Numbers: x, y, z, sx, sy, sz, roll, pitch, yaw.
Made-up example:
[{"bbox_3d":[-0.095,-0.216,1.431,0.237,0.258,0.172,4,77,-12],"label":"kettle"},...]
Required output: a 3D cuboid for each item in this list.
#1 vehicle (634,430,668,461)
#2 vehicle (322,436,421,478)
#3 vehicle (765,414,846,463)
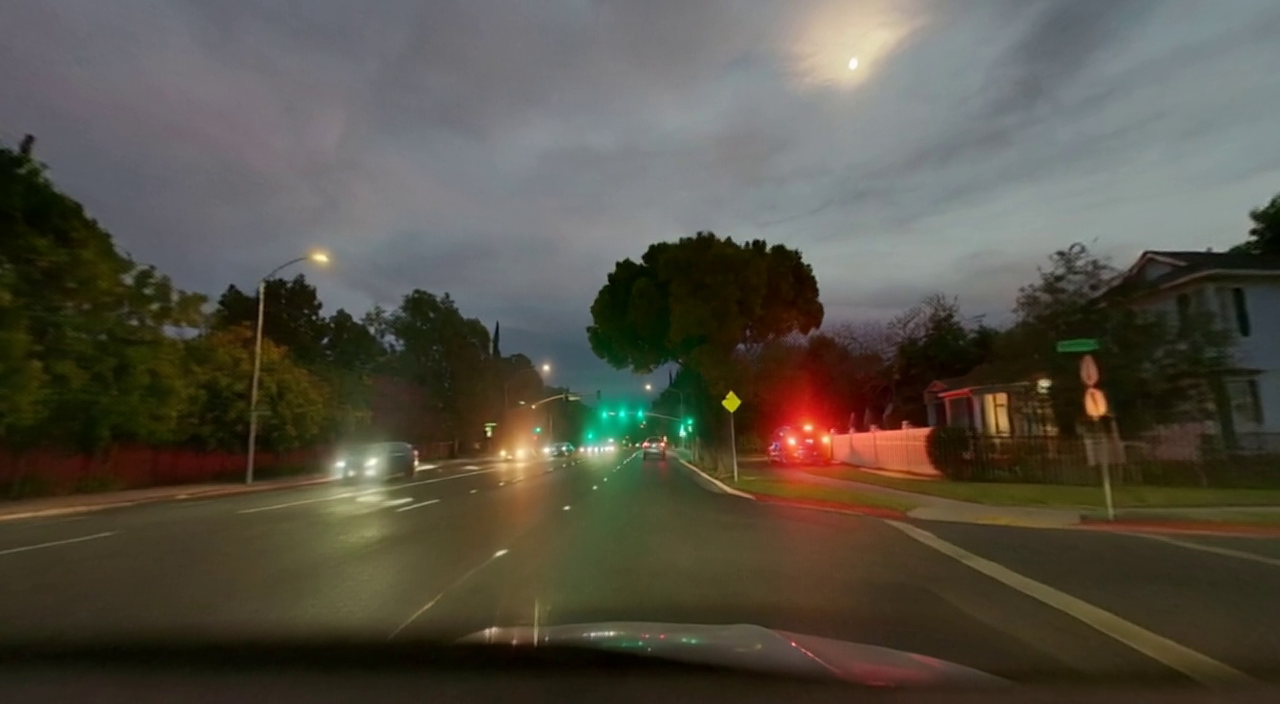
[{"bbox_3d":[0.721,6.056,40.937,2.059,1.908,4.714,0,-8,1],"label":"vehicle"},{"bbox_3d":[-12.427,4.862,29.543,2.397,1.802,4.855,0,-8,1],"label":"vehicle"},{"bbox_3d":[8.412,4.516,32.778,2.531,2.263,6.802,0,-8,1],"label":"vehicle"}]
